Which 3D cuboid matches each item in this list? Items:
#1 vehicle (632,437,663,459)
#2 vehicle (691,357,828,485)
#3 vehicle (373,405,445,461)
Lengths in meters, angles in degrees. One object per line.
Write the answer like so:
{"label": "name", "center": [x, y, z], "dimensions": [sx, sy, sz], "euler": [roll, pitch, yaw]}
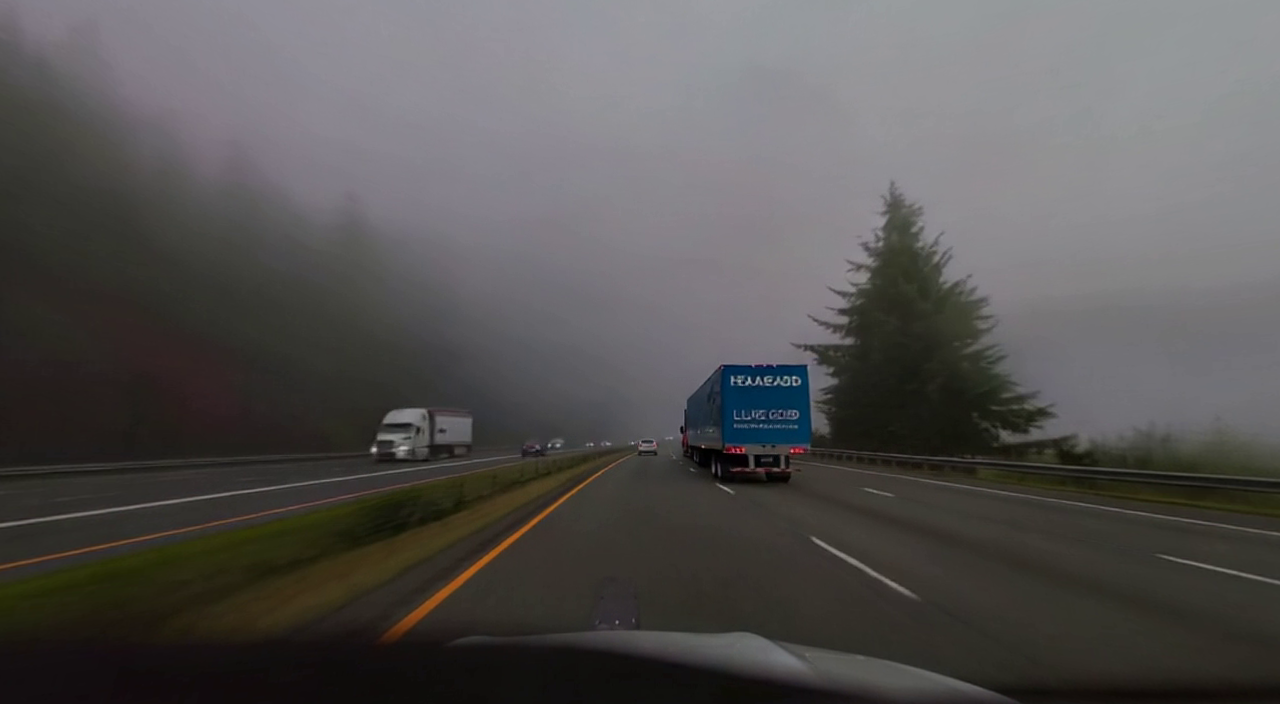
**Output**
{"label": "vehicle", "center": [0.575, 7.190, 47.434], "dimensions": [2.209, 1.499, 4.144], "euler": [0, -8, 0]}
{"label": "vehicle", "center": [4.350, 3.079, 26.925], "dimensions": [3.171, 4.072, 13.784], "euler": [0, -8, 0]}
{"label": "vehicle", "center": [-17.611, 6.268, 48.462], "dimensions": [3.000, 4.016, 5.901], "euler": [-1, -8, 2]}
